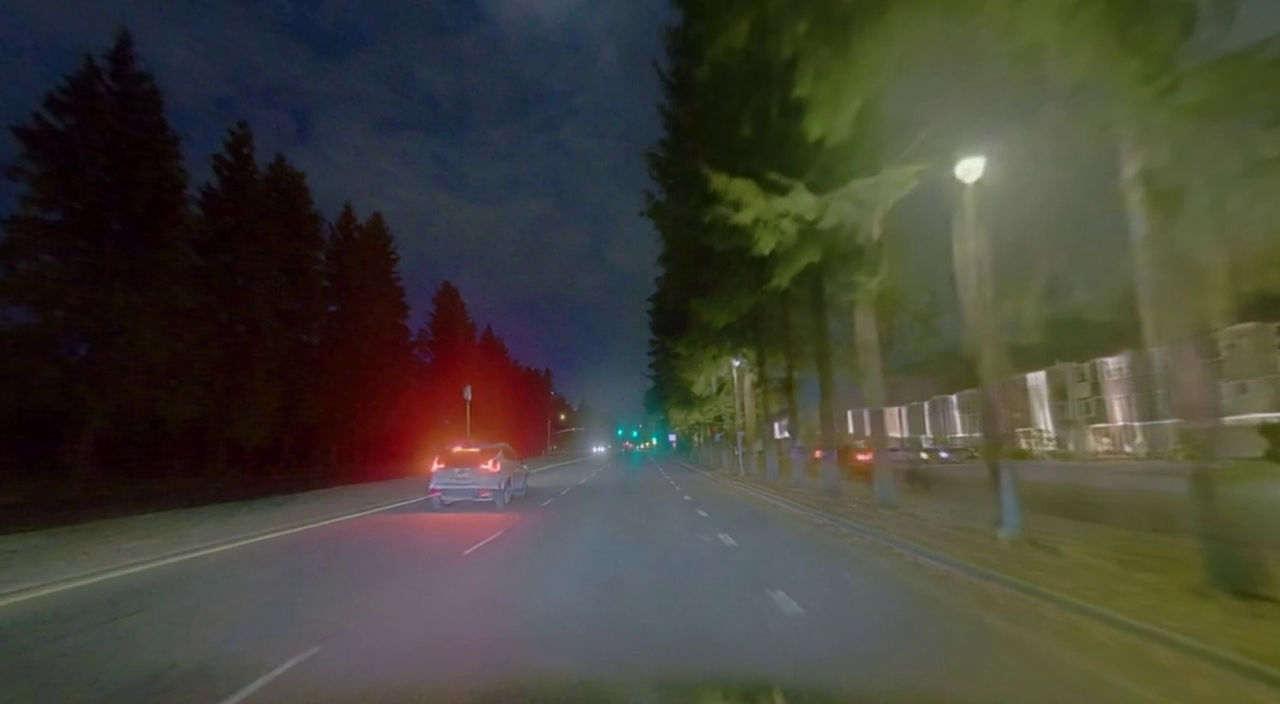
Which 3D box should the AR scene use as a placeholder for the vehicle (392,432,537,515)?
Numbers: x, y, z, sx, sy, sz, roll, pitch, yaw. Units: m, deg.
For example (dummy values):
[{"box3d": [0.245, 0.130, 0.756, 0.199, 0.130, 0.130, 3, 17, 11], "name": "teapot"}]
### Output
[{"box3d": [-3.642, 2.604, 13.966, 2.030, 1.550, 3.925, 0, -8, 1], "name": "vehicle"}]
